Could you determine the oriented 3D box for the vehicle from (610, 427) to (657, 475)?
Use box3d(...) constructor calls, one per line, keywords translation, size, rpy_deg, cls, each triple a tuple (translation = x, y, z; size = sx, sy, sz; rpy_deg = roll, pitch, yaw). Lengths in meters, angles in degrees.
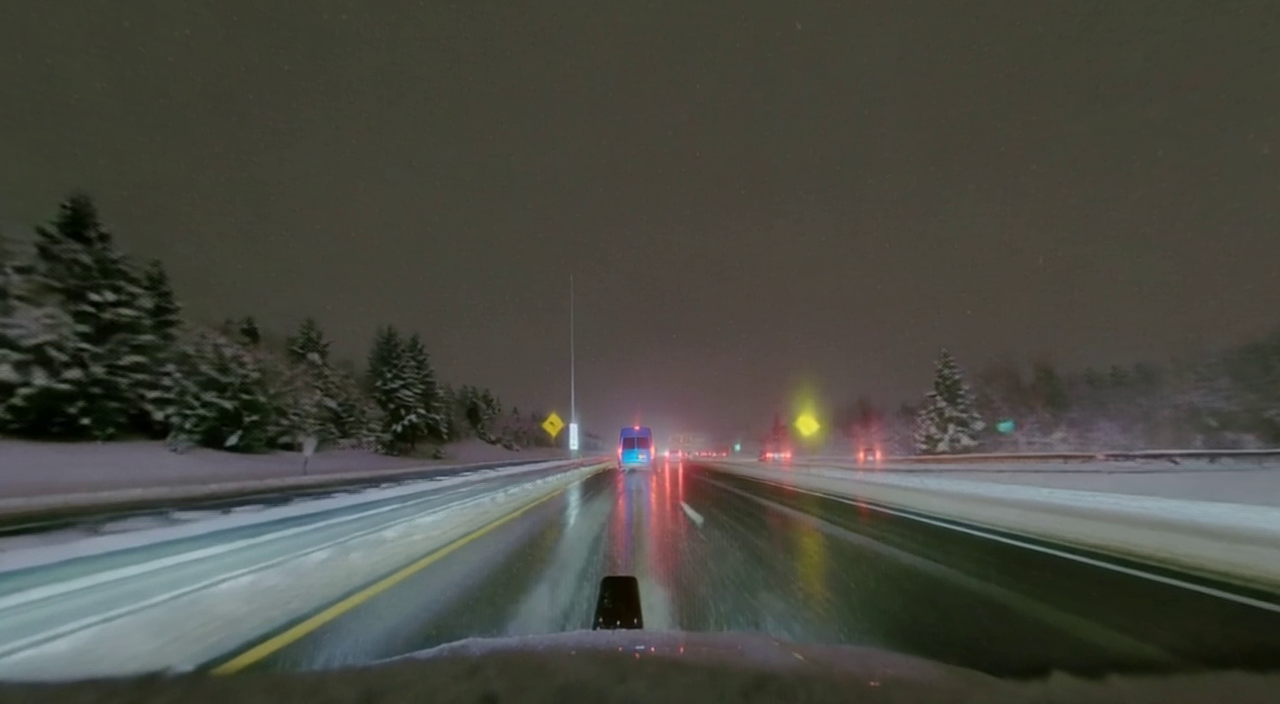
box3d(translation=(-0.371, 5.878, 37.250), size=(2.560, 2.598, 5.581), rpy_deg=(0, -9, 0), cls="vehicle")
